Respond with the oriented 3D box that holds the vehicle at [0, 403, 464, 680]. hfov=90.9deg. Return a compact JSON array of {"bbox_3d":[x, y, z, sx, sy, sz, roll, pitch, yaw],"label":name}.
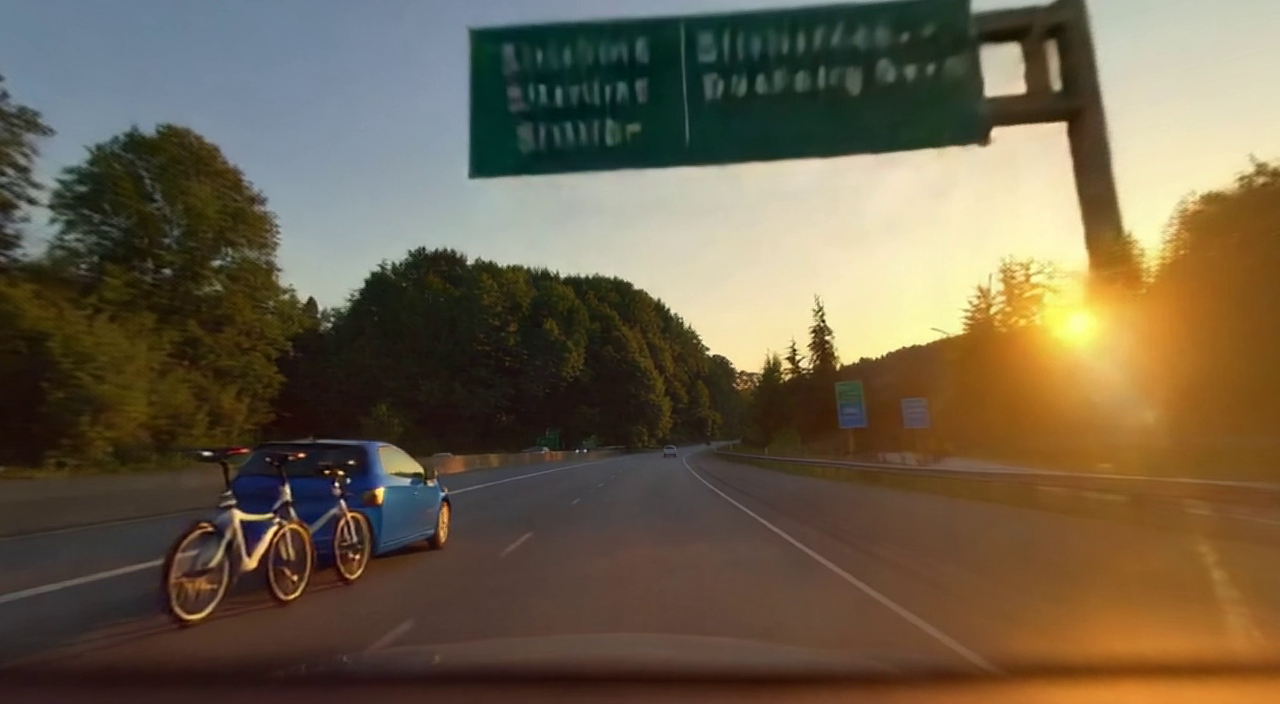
[{"bbox_3d":[-3.312,1.411,5.816,2.108,1.557,4.344,0,-9,0],"label":"vehicle"}]
